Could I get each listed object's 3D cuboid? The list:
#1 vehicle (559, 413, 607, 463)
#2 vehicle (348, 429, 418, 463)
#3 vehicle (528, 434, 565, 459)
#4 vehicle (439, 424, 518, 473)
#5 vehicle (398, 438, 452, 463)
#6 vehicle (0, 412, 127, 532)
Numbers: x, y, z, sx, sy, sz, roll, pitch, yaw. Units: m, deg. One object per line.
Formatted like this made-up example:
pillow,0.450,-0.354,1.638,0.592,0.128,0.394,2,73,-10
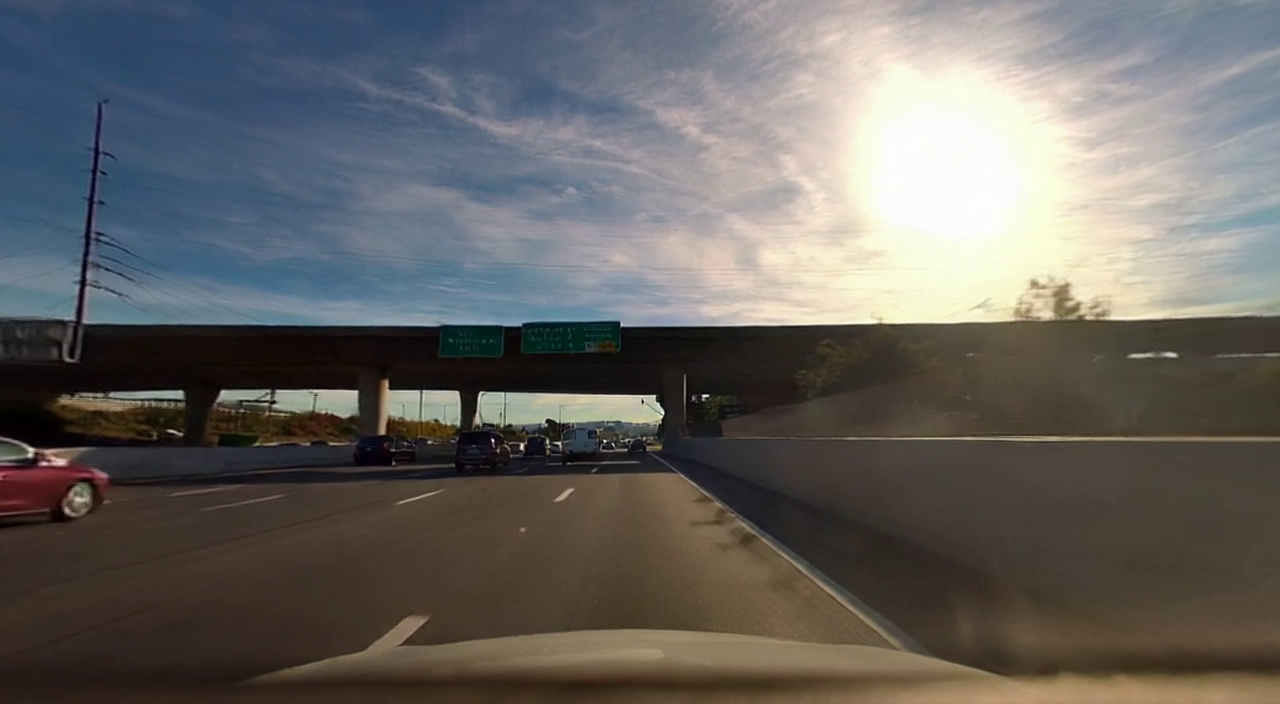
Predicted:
vehicle,-3.399,5.332,38.781,2.301,2.843,6.458,0,-8,0
vehicle,-17.091,6.285,42.146,2.258,2.139,5.495,0,-8,2
vehicle,-7.002,7.143,47.529,2.109,1.784,4.709,0,-8,-1
vehicle,-6.928,4.215,27.492,2.179,1.948,4.618,0,-8,1
vehicle,-13.509,6.196,39.689,1.899,1.485,4.368,0,-8,0
vehicle,-10.141,1.694,8.775,1.940,1.706,4.678,0,-8,0
